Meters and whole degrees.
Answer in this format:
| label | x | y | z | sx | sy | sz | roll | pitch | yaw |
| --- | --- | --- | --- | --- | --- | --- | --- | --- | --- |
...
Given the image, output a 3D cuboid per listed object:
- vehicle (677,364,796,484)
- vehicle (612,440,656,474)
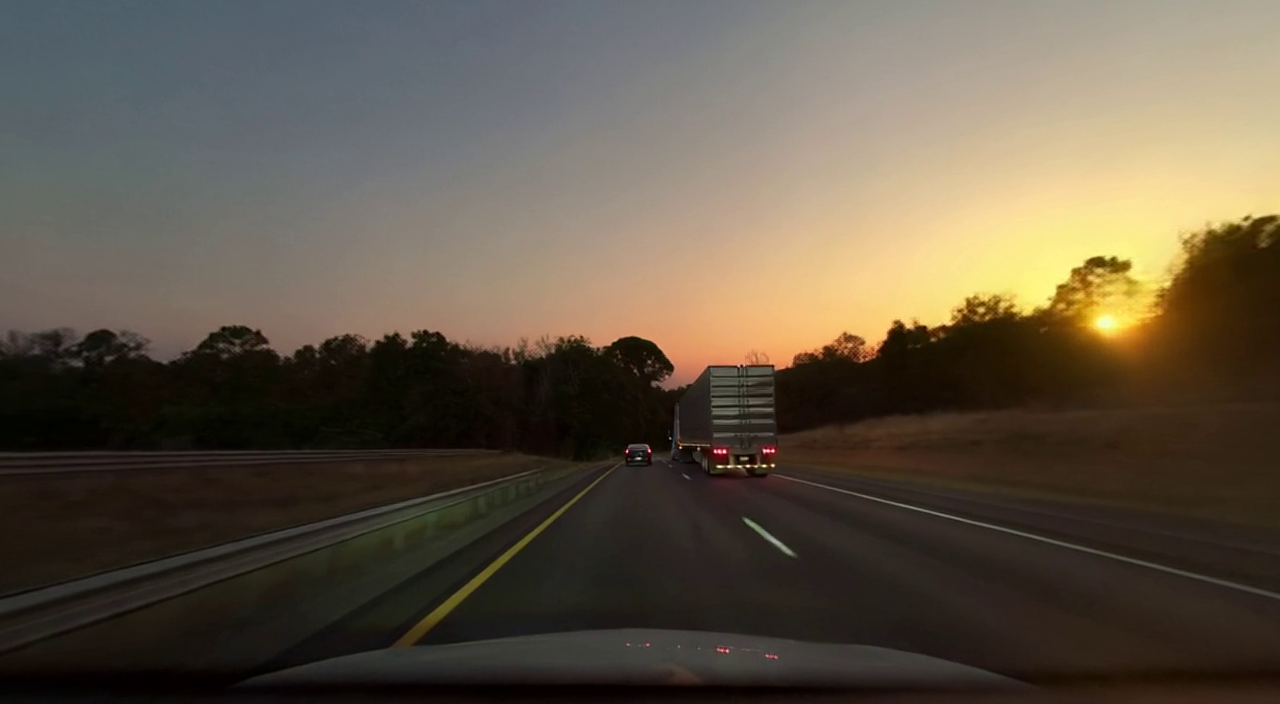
| label | x | y | z | sx | sy | sz | roll | pitch | yaw |
| --- | --- | --- | --- | --- | --- | --- | --- | --- | --- |
| vehicle | 3.828 | 3.673 | 30.005 | 2.929 | 4.158 | 15.921 | 0 | -9 | -1 |
| vehicle | -0.265 | 5.071 | 30.754 | 1.968 | 1.515 | 4.025 | 0 | -8 | 0 |
